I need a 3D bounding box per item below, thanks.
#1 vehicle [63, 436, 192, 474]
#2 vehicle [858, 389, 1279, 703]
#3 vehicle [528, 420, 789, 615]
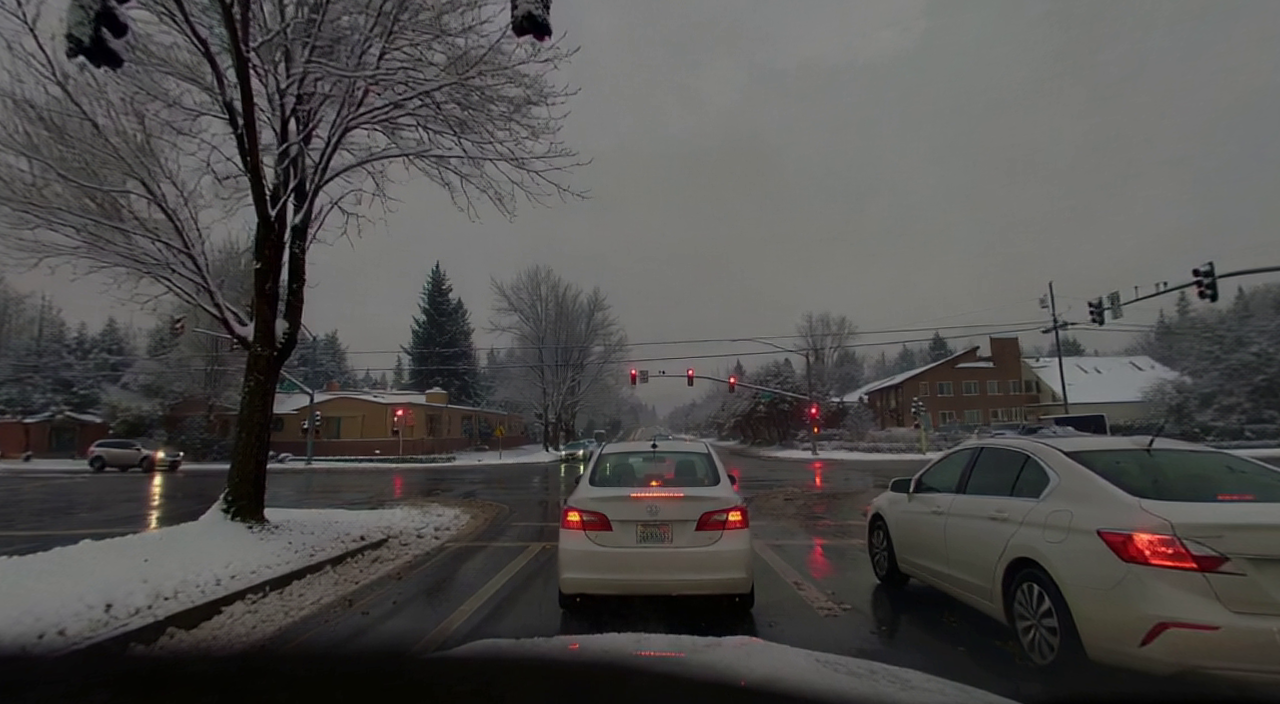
[{"bbox_3d":[-24.283,4.875,29.992,4.450,1.684,1.894,0,-8,0],"label":"vehicle"},{"bbox_3d":[3.175,1.123,3.890,1.931,1.493,4.555,0,-8,-1],"label":"vehicle"},{"bbox_3d":[0.103,1.565,6.873,2.017,1.485,3.813,0,-8,-1],"label":"vehicle"}]
